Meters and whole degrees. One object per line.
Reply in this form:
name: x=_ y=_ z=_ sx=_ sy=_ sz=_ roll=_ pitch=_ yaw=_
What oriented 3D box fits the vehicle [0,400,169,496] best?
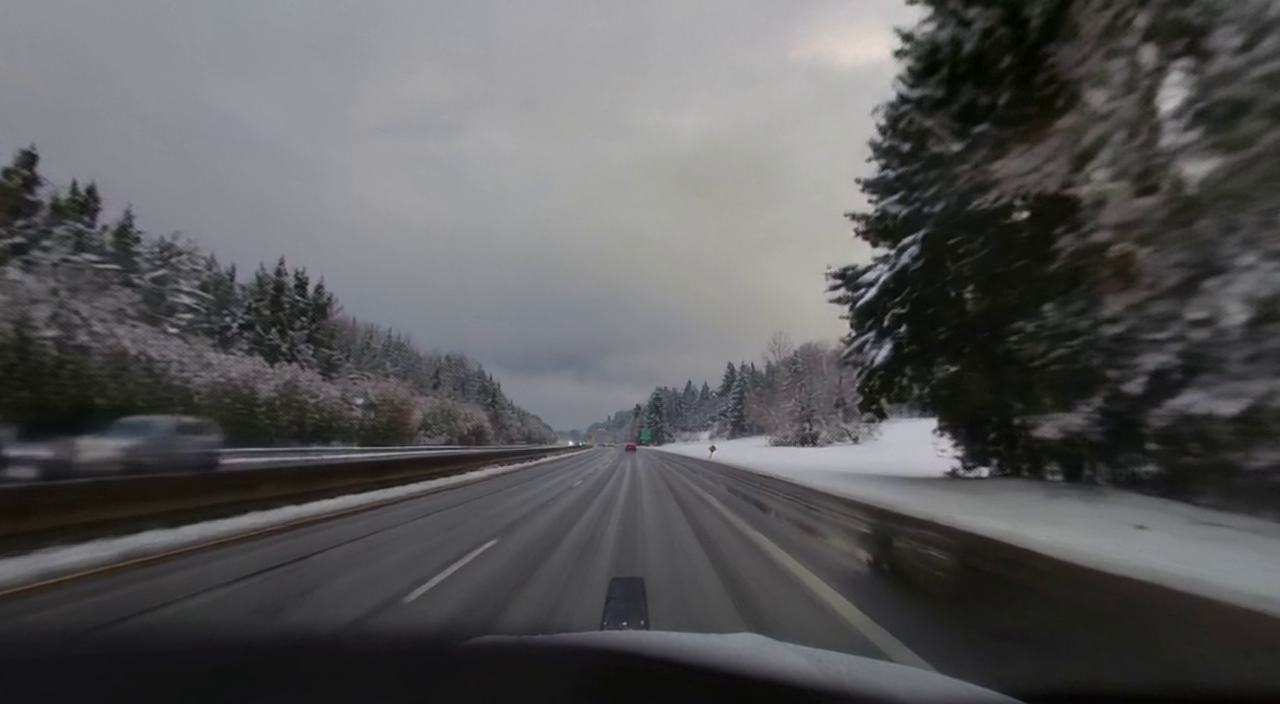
vehicle: x=-12.613 y=1.975 z=13.004 sx=2.040 sy=1.719 sz=4.701 roll=0 pitch=-8 yaw=0
